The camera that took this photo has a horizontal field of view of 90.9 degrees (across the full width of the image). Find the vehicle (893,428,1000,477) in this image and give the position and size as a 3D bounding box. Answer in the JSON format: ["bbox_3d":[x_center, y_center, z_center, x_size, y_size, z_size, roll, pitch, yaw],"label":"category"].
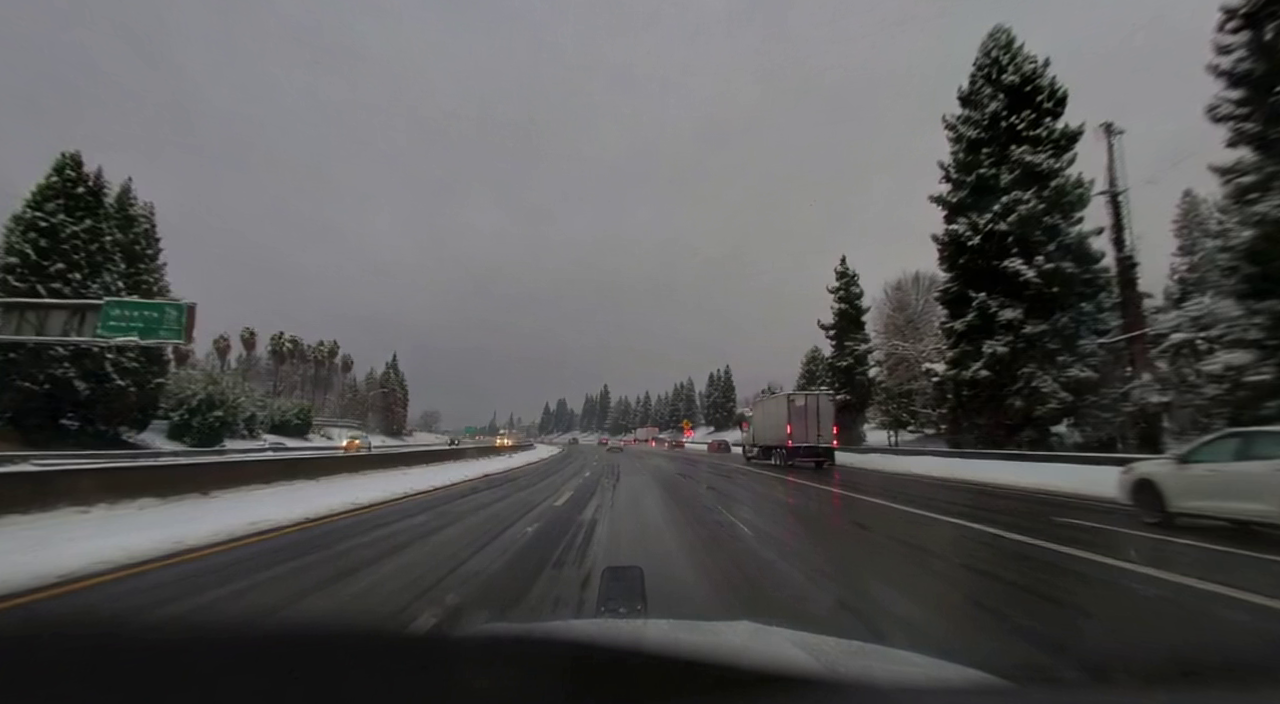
[{"bbox_3d":[12.631,4.169,26.374,2.032,1.827,4.501,0,-8,-3],"label":"vehicle"}]

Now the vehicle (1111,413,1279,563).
[{"bbox_3d":[8.646,1.558,7.177,2.148,1.764,5.601,0,-8,-1],"label":"vehicle"}]

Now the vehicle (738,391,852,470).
[{"bbox_3d":[7.657,4.180,32.954,2.919,3.482,9.838,0,-8,-3],"label":"vehicle"}]
